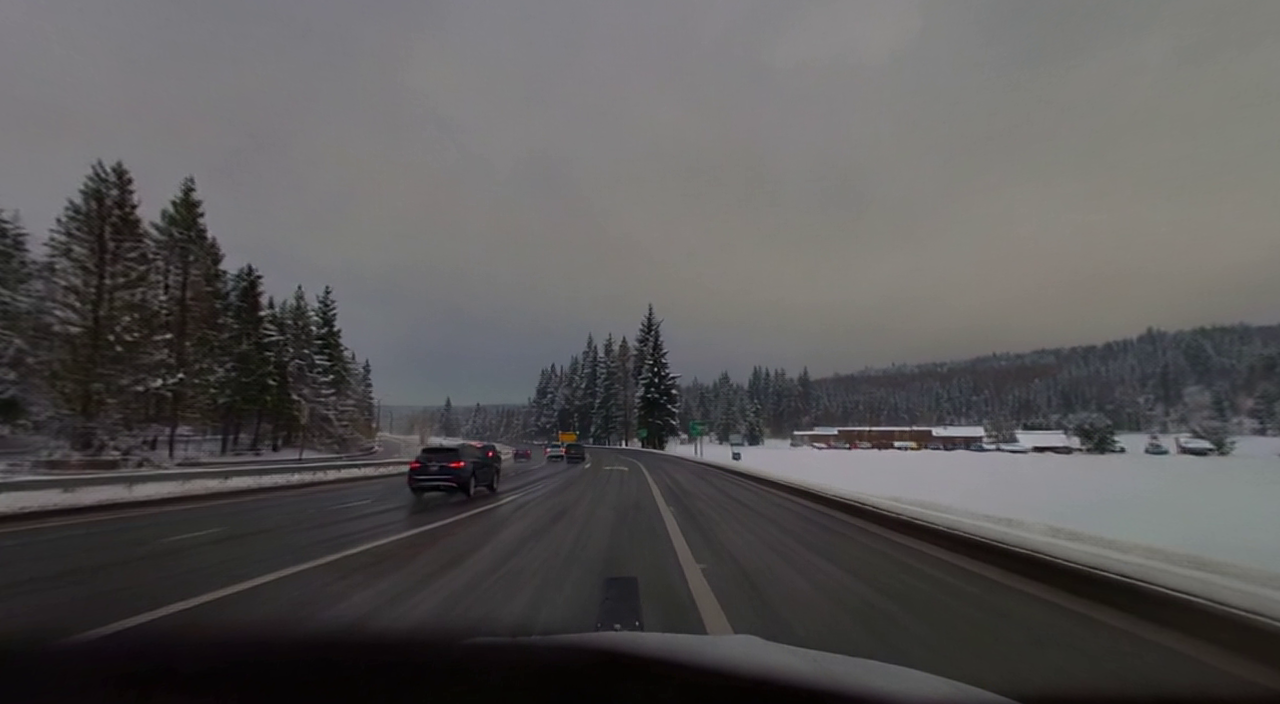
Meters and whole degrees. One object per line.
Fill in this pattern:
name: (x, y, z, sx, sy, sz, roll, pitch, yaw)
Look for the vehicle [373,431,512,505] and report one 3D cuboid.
vehicle: (-5.169, 3.096, 17.372, 2.210, 1.737, 4.649, -1, -8, 2)
